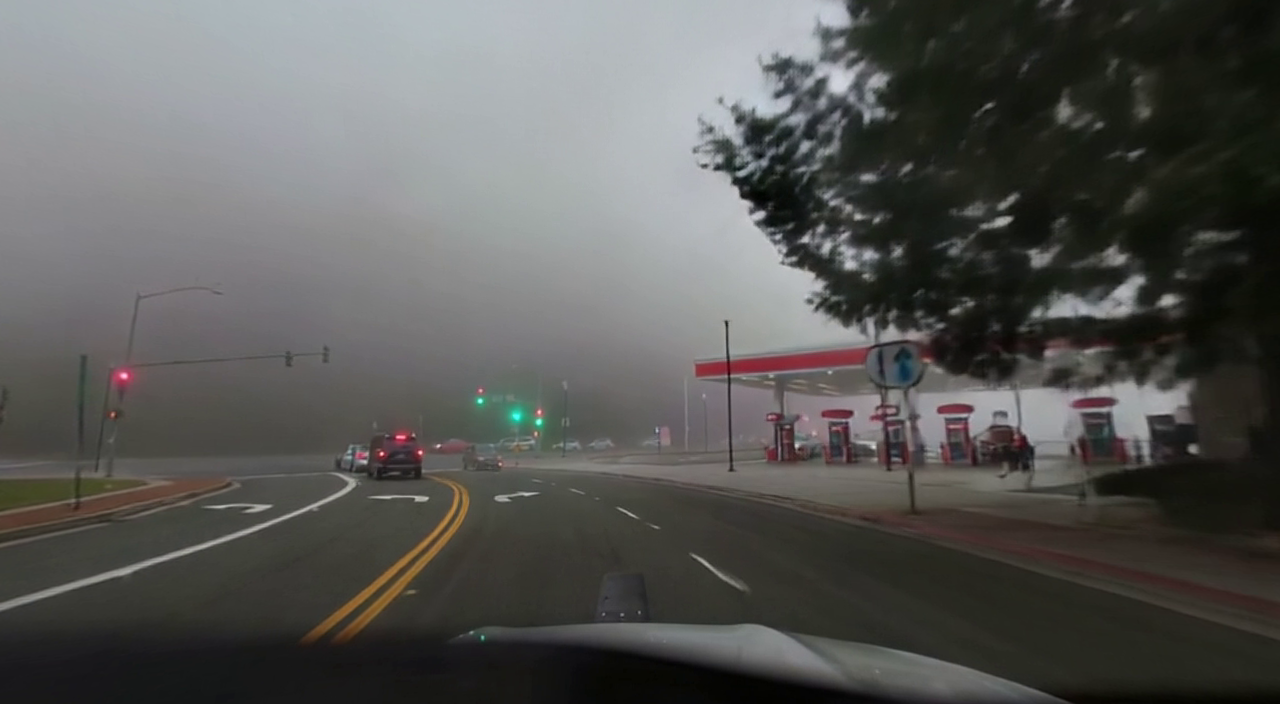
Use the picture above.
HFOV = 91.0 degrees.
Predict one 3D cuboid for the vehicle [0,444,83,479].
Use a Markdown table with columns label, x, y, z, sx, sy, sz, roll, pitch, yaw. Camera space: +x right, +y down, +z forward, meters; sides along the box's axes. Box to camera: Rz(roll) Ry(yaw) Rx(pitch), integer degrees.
| label | x | y | z | sx | sy | sz | roll | pitch | yaw |
| --- | --- | --- | --- | --- | --- | --- | --- | --- | --- |
| vehicle | -32.408 | 5.707 | 32.922 | 4.632 | 1.757 | 2.073 | 7 | -11 | -37 |

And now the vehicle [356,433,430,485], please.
| label | x | y | z | sx | sy | sz | roll | pitch | yaw |
| --- | --- | --- | --- | --- | --- | --- | --- | --- | --- |
| vehicle | -10.614 | 4.499 | 26.836 | 2.254 | 2.006 | 4.766 | 5 | -10 | -28 |

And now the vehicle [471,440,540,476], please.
| label | x | y | z | sx | sy | sz | roll | pitch | yaw |
| --- | --- | --- | --- | --- | --- | --- | --- | --- | --- |
| vehicle | -7.633 | 5.894 | 35.375 | 2.202 | 1.822 | 4.826 | 6 | -10 | -32 |

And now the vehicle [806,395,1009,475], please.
| label | x | y | z | sx | sy | sz | roll | pitch | yaw |
| --- | --- | --- | --- | --- | --- | --- | --- | --- | --- |
| vehicle | 11.764 | 3.798 | 28.346 | 7.741 | 3.106 | 2.906 | -8 | -11 | 42 |
